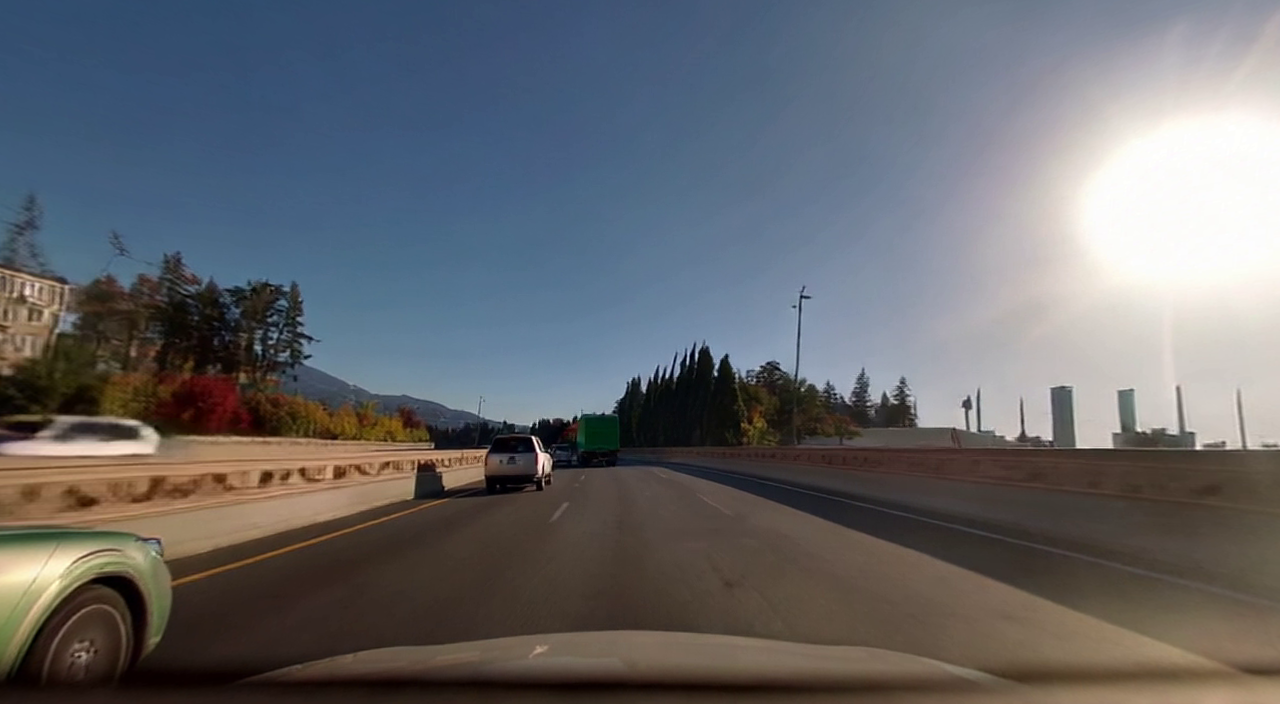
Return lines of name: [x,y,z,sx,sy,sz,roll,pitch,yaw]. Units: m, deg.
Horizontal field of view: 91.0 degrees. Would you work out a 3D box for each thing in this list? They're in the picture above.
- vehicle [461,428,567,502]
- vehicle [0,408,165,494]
vehicle: [-3.269,3.031,17.297,2.041,1.734,4.391,1,-9,-1]
vehicle: [-13.251,2.145,13.736,2.187,1.625,4.614,0,-9,-1]
